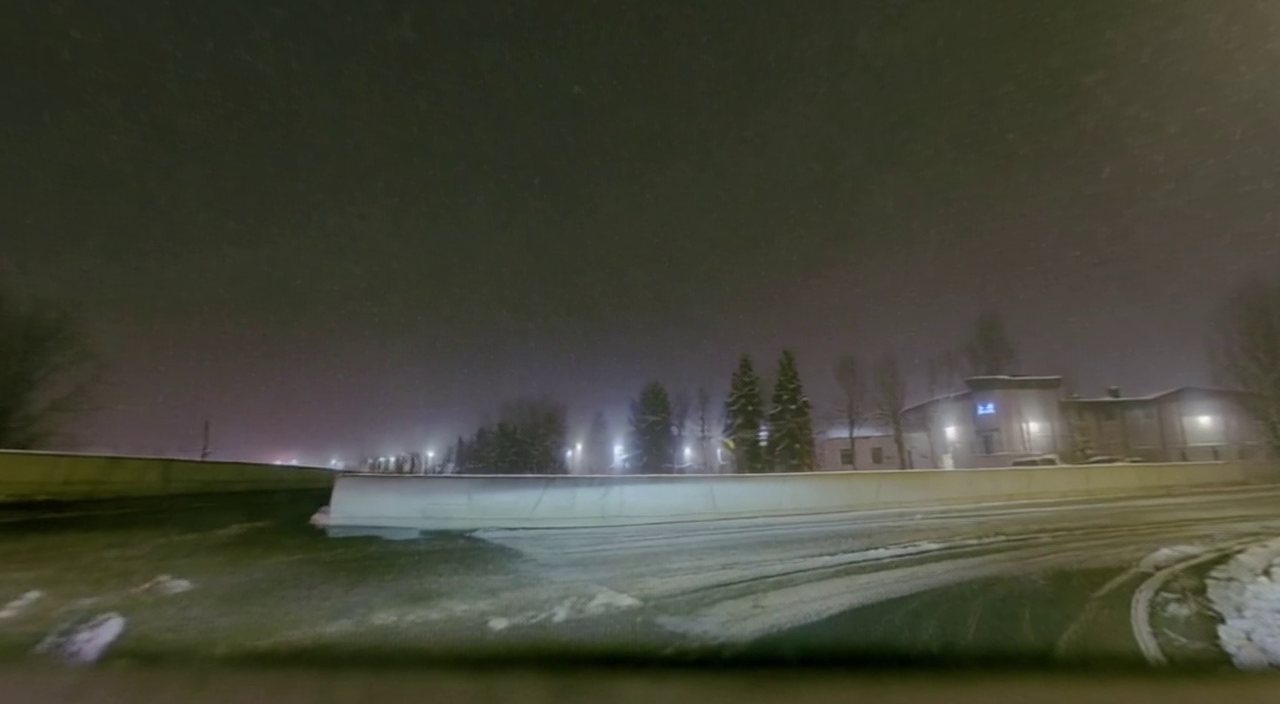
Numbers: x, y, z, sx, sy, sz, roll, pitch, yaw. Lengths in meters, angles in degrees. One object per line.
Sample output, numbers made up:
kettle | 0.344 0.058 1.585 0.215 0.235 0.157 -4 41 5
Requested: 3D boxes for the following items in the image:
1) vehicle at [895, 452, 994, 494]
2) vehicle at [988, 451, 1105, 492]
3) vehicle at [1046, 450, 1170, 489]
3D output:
vehicle | 12.775 5.168 26.752 1.944 1.608 3.715 3 -12 -7
vehicle | 16.517 4.907 25.855 1.833 1.490 3.705 4 -12 -13
vehicle | 19.984 5.048 27.141 1.825 1.512 3.943 4 -10 -14
